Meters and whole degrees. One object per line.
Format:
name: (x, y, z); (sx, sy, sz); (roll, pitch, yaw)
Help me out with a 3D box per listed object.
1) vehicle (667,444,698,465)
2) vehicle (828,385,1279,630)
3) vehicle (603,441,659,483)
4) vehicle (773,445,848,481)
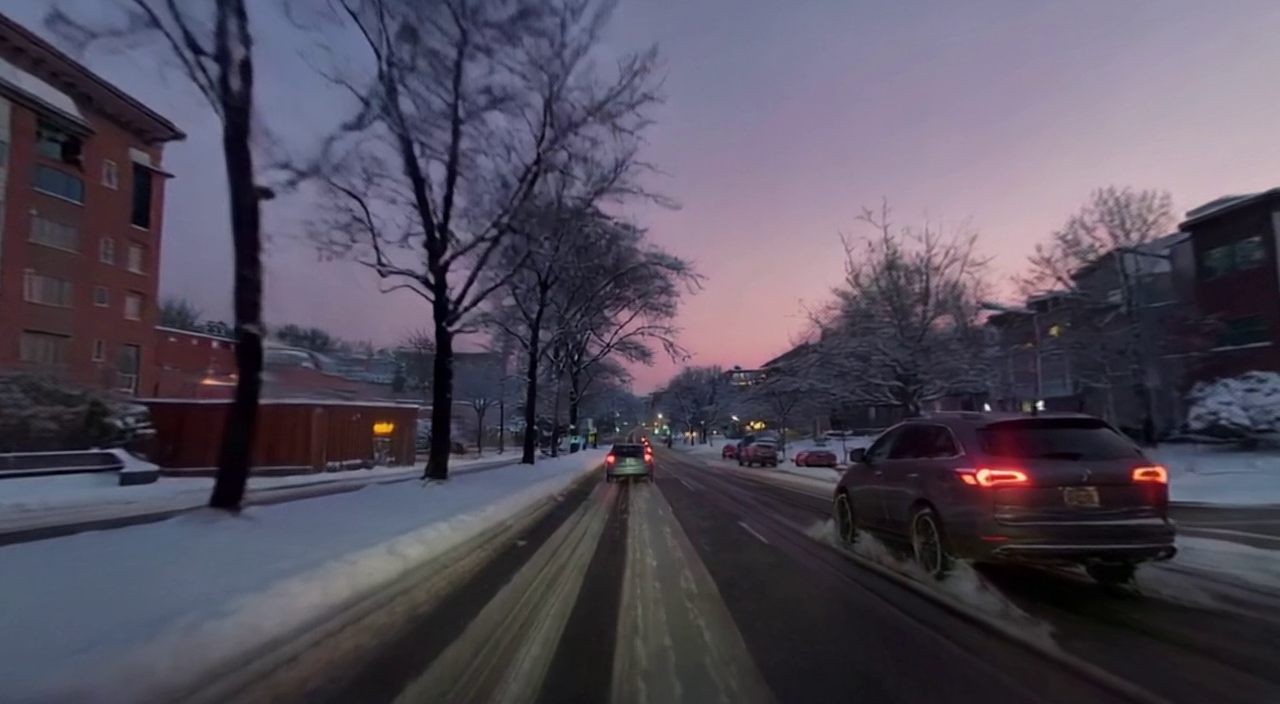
vehicle: (3.155, 7.755, 47.971); (1.910, 1.474, 4.003); (0, -9, -3)
vehicle: (3.614, 1.402, 6.579); (1.949, 1.723, 4.020); (0, -9, -1)
vehicle: (-0.326, 4.214, 24.491); (2.006, 1.487, 3.535); (0, -9, 0)
vehicle: (7.505, 4.913, 28.284); (1.962, 1.484, 4.644); (0, -9, -2)
